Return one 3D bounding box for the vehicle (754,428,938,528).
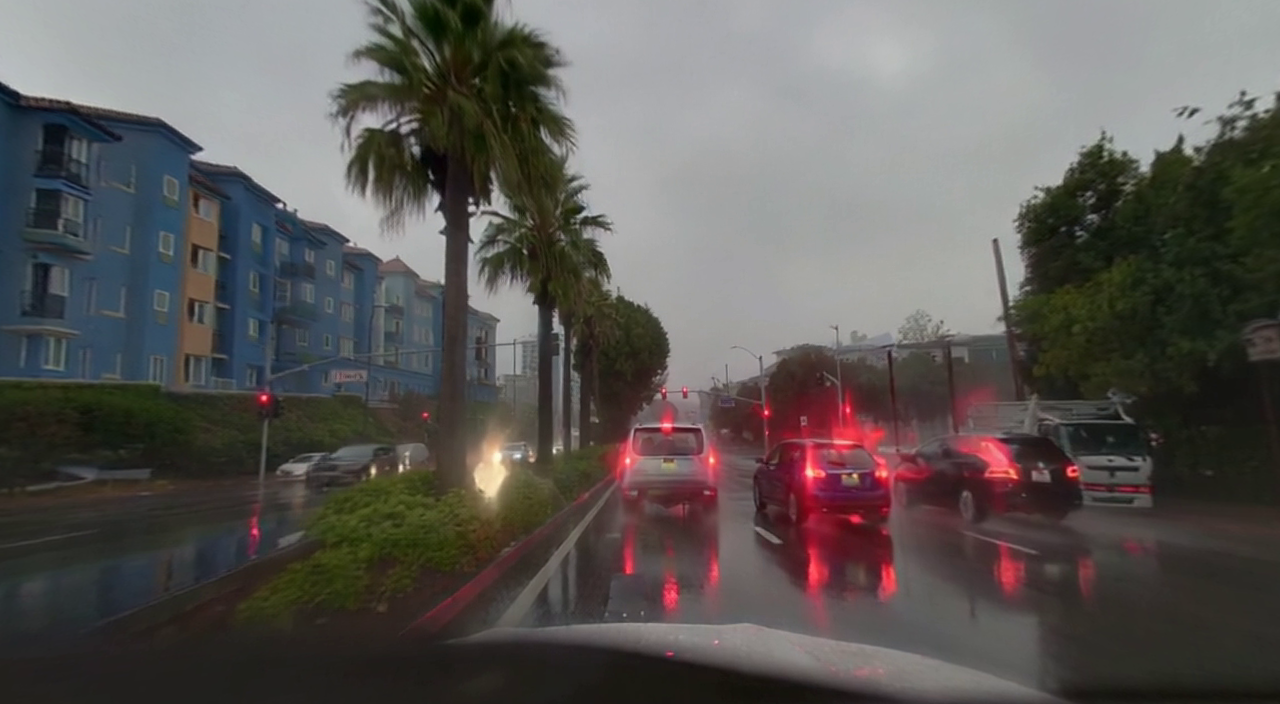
[{"bbox_3d":[4.066,2.588,13.579,2.283,1.738,4.916,0,-9,0],"label":"vehicle"}]

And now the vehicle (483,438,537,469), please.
[{"bbox_3d":[-7.677,6.043,37.682,2.050,1.725,4.677,0,-9,3],"label":"vehicle"}]

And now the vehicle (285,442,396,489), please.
[{"bbox_3d":[-11.670,4.438,24.956,2.134,1.699,4.342,0,-9,2],"label":"vehicle"}]

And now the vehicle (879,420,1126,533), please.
[{"bbox_3d":[7.395,2.603,13.816,2.215,1.973,5.323,0,-9,0],"label":"vehicle"}]

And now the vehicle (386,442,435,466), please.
[{"bbox_3d":[-17.785,7.936,49.096,1.965,1.747,4.461,0,-9,2],"label":"vehicle"}]

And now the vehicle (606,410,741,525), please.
[{"bbox_3d":[0.663,2.561,14.521,2.487,2.115,5.444,0,-9,1],"label":"vehicle"}]

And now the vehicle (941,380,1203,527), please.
[{"bbox_3d":[10.519,2.384,16.229,2.663,3.061,5.602,-1,-5,-1],"label":"vehicle"}]
